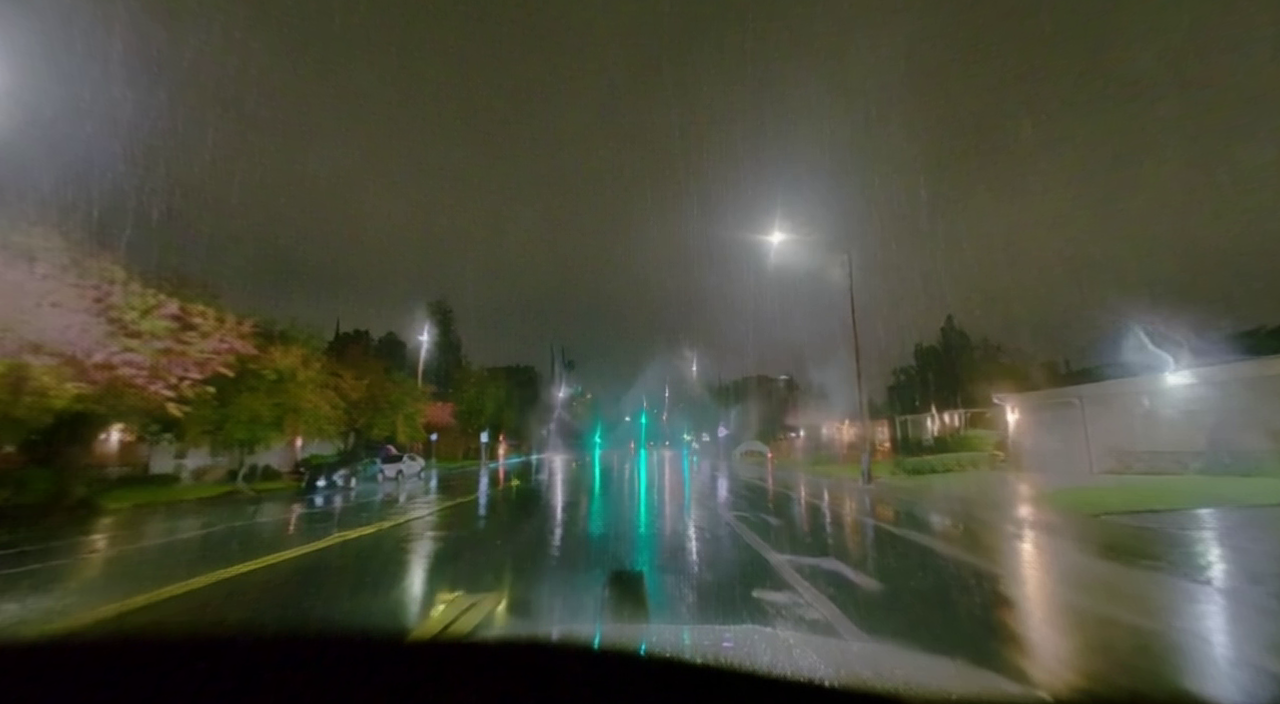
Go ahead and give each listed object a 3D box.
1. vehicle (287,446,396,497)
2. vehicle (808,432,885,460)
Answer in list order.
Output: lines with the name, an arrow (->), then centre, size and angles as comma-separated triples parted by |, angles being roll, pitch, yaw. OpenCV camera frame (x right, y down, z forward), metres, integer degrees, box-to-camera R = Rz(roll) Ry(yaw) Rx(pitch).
vehicle -> -11.578, 4.606, 24.897 | 2.023, 1.629, 4.822 | -2, -7, 0
vehicle -> 14.251, 6.501, 43.728 | 4.907, 1.693, 2.081 | 0, -7, 14
